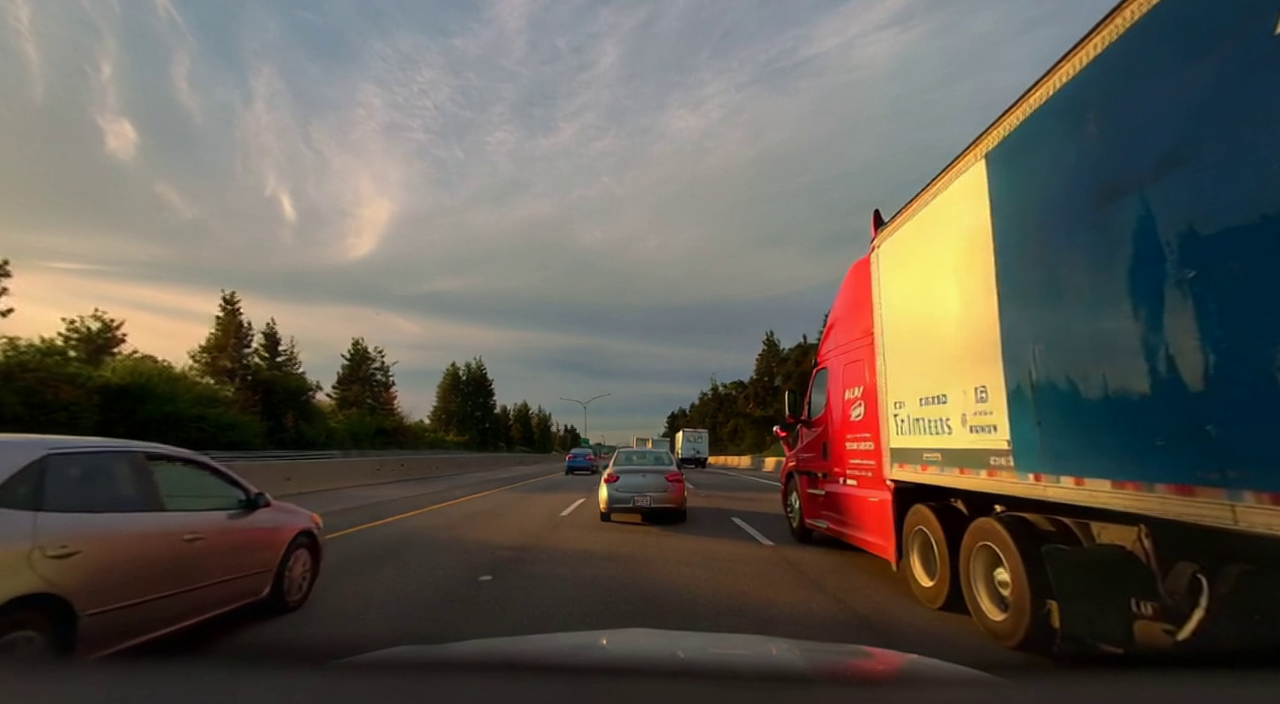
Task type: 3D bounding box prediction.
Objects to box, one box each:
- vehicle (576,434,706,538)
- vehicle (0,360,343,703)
[{"bbox_3d":[0.005,2.324,11.444,1.973,1.574,3.426,0,-9,0],"label":"vehicle"},{"bbox_3d":[-3.477,0.936,2.825,1.985,1.671,4.604,0,-9,1],"label":"vehicle"}]
